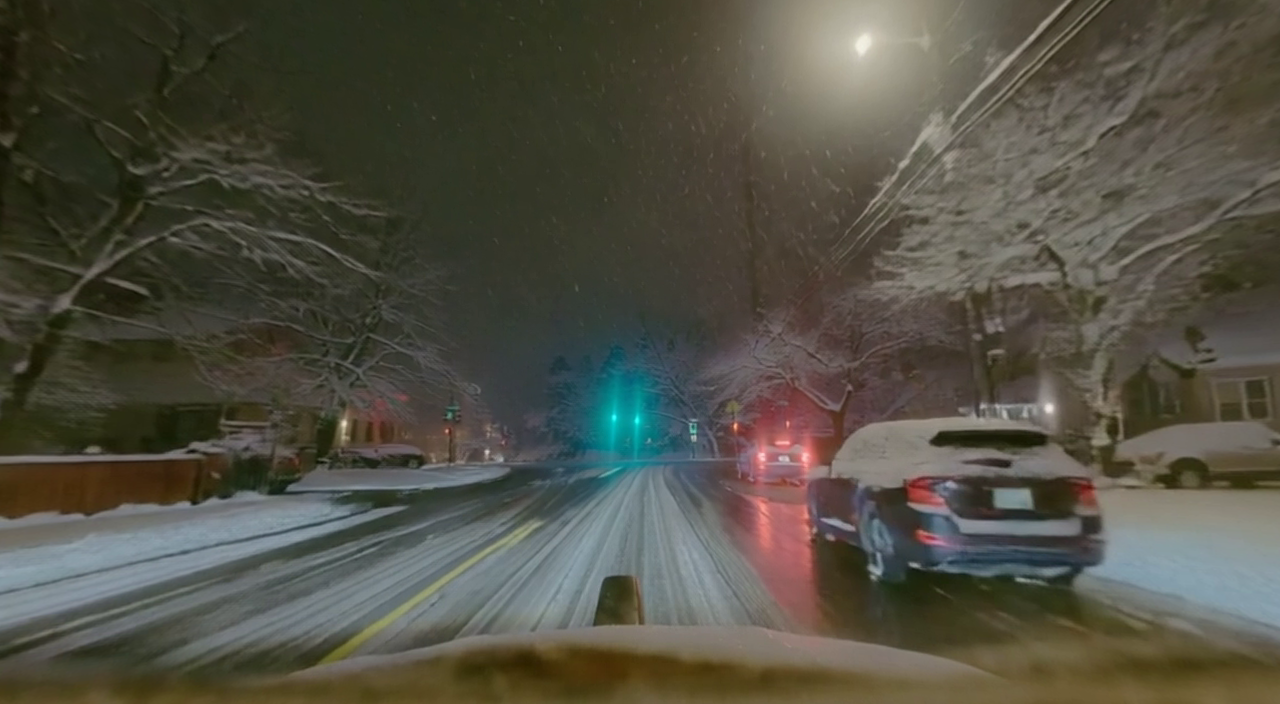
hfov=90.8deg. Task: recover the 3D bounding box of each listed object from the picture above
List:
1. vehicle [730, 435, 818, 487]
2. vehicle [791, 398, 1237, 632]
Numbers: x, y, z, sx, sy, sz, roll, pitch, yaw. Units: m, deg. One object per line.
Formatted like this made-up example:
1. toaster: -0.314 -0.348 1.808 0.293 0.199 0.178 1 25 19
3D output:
1. vehicle: 4.259 3.531 20.879 2.065 1.478 4.828 -1 -8 3
2. vehicle: 3.123 1.459 6.696 2.037 1.595 4.536 -1 -8 2
